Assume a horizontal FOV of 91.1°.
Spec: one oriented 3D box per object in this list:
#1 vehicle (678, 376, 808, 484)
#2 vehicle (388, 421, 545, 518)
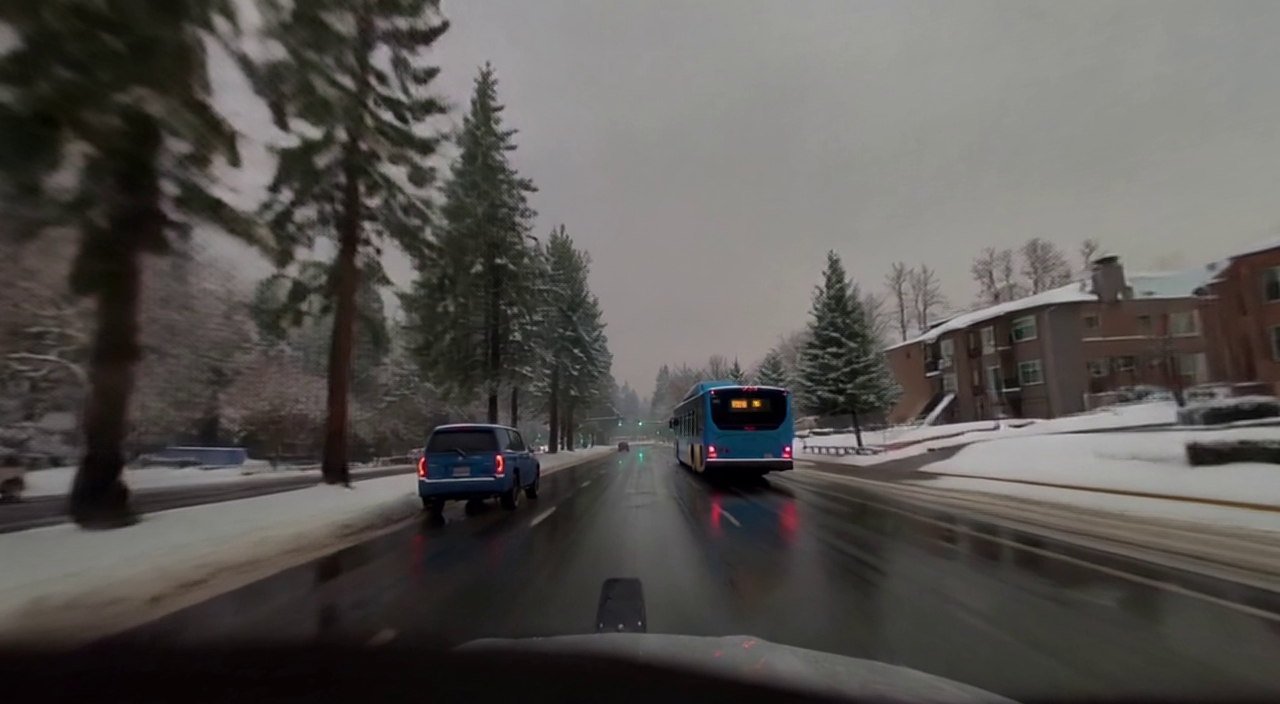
[{"bbox_3d":[3.519,3.249,25.530,3.072,3.278,12.747,0,-8,0],"label":"vehicle"},{"bbox_3d":[-3.522,2.467,13.750,2.111,1.767,4.333,0,-8,1],"label":"vehicle"}]
